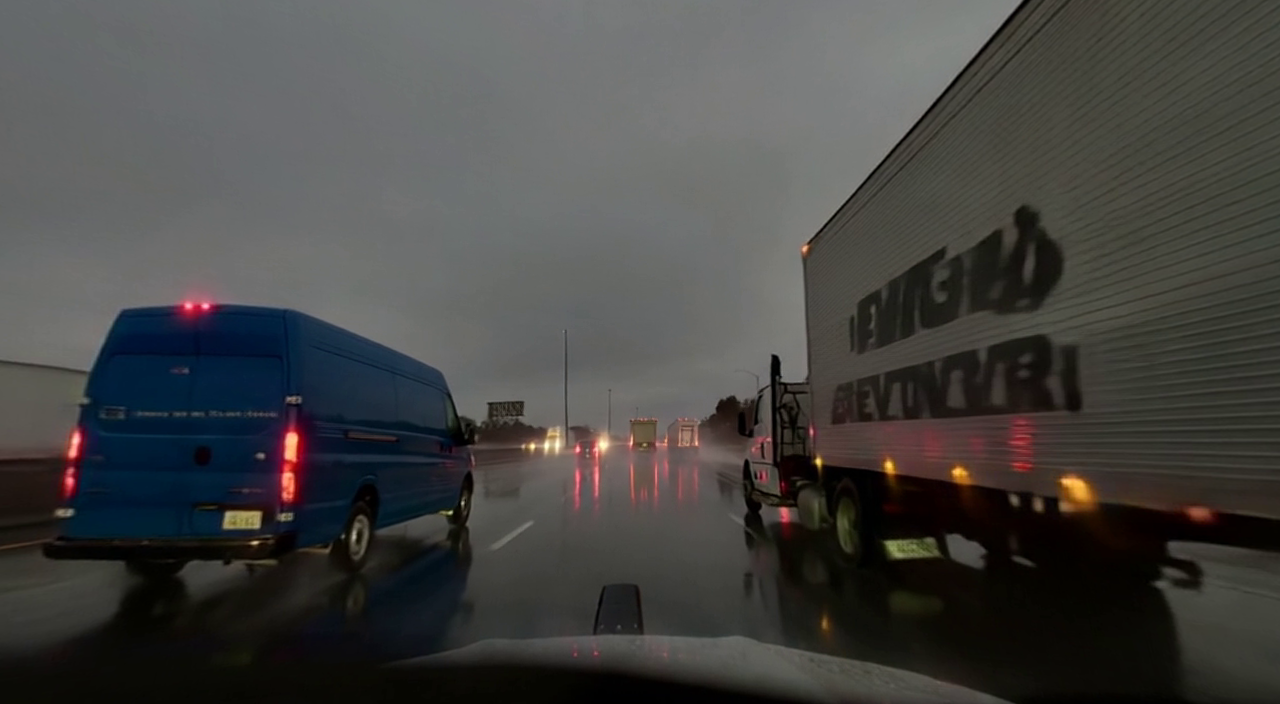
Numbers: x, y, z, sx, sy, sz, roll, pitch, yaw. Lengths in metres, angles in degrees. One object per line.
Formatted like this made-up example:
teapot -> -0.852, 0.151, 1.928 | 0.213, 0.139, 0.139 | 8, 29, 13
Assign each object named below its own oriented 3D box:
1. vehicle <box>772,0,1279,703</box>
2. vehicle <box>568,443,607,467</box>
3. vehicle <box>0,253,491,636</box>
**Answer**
vehicle -> 3.984, 0.050, 4.789 | 2.951, 3.974, 13.340 | 0, -9, -1
vehicle -> -3.324, 6.589, 40.606 | 2.024, 1.472, 4.014 | -1, -9, 2
vehicle -> -3.981, 1.132, 8.091 | 2.557, 2.855, 6.674 | 0, -9, 0
